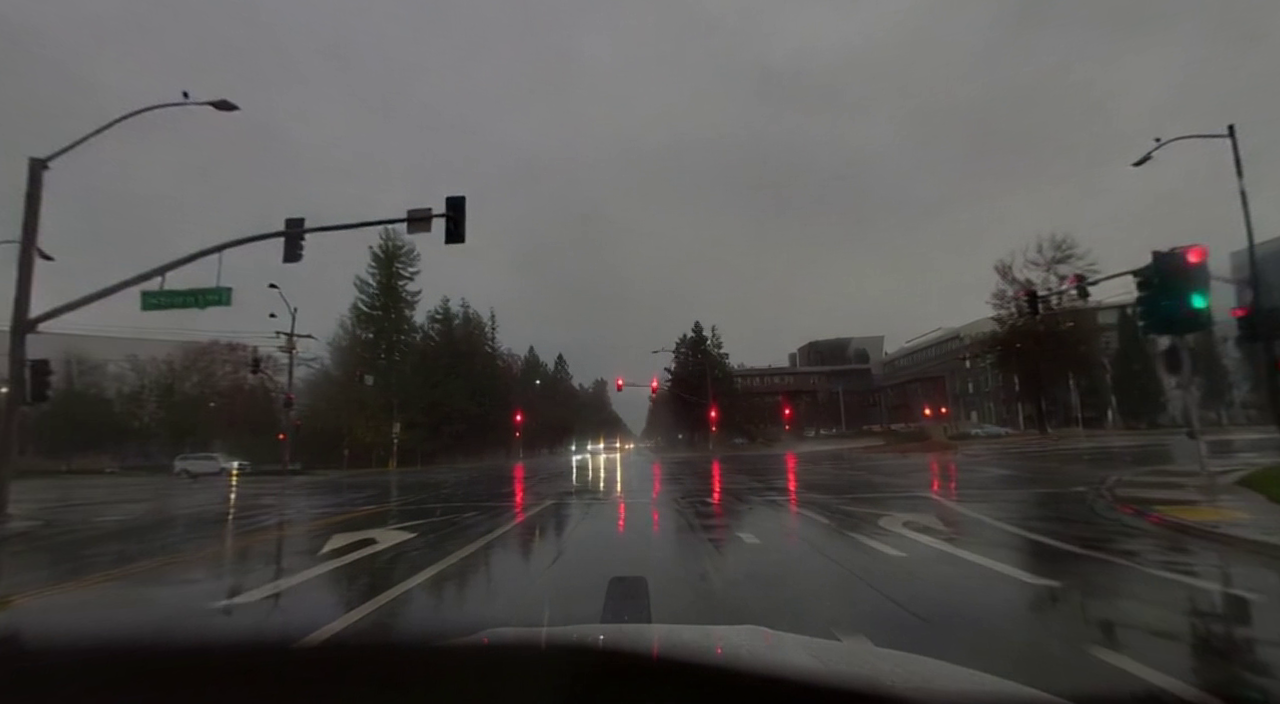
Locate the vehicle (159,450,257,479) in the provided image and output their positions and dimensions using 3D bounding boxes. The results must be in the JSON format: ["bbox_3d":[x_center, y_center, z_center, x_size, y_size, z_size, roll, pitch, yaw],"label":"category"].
[{"bbox_3d":[-25.110,6.521,36.745,4.332,1.573,1.900,0,-8,3],"label":"vehicle"}]
